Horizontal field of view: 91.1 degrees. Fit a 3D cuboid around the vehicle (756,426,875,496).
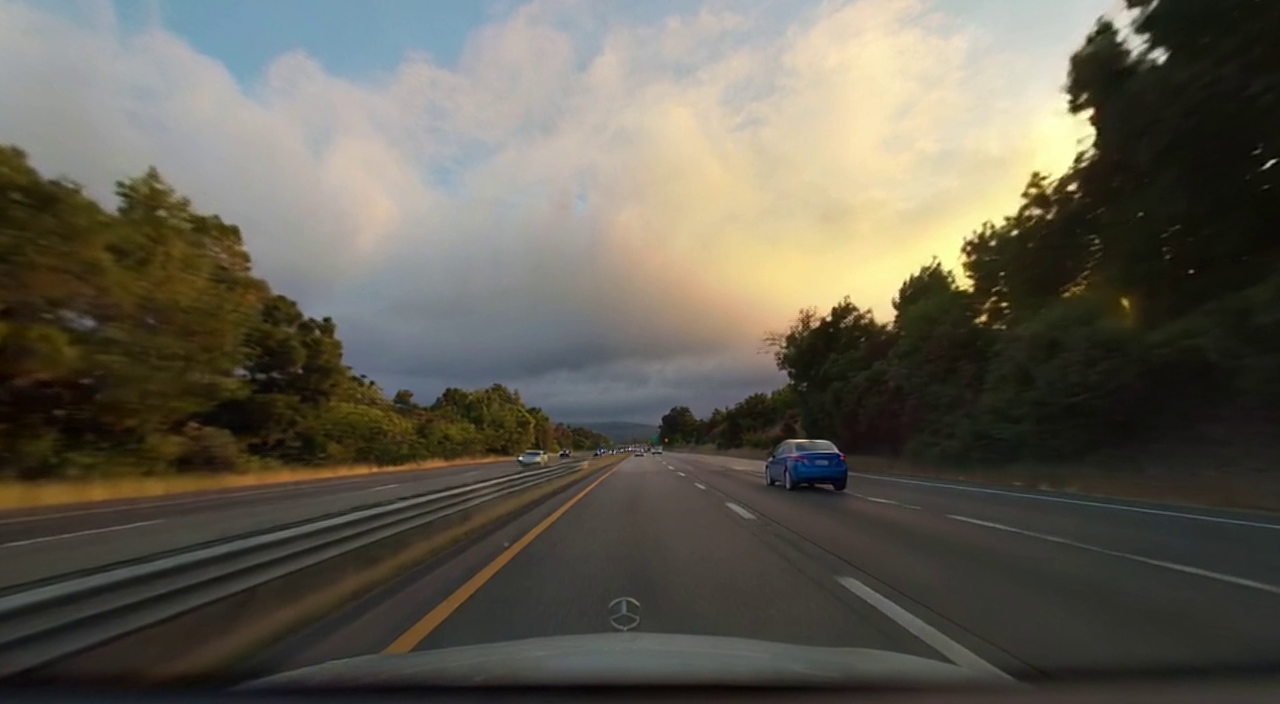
[{"bbox_3d":[4.979,3.191,18.652,2.117,1.783,4.627,0,-9,-1],"label":"vehicle"}]
